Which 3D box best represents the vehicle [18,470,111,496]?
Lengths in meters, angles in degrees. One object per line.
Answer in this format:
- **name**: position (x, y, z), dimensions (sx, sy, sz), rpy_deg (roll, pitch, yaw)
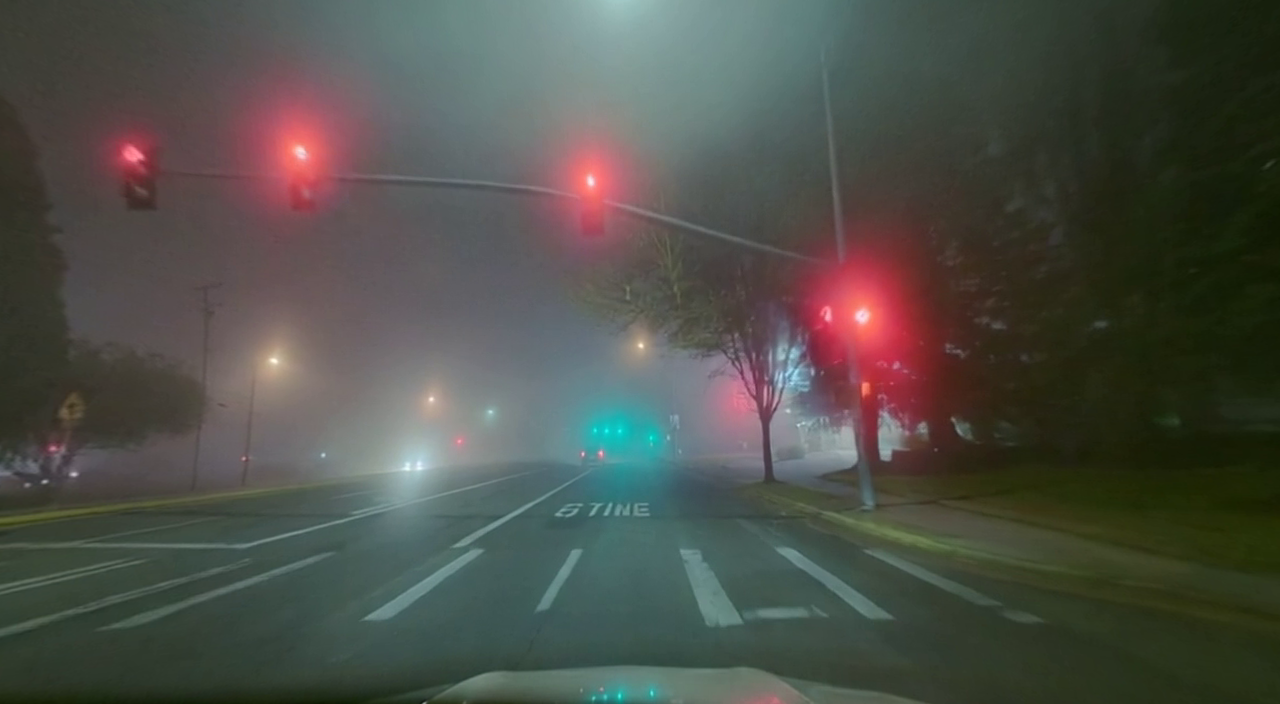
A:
- **vehicle**: position (-38.149, 8.681, 41.947), dimensions (4.234, 1.461, 1.904), rpy_deg (0, -7, -3)
